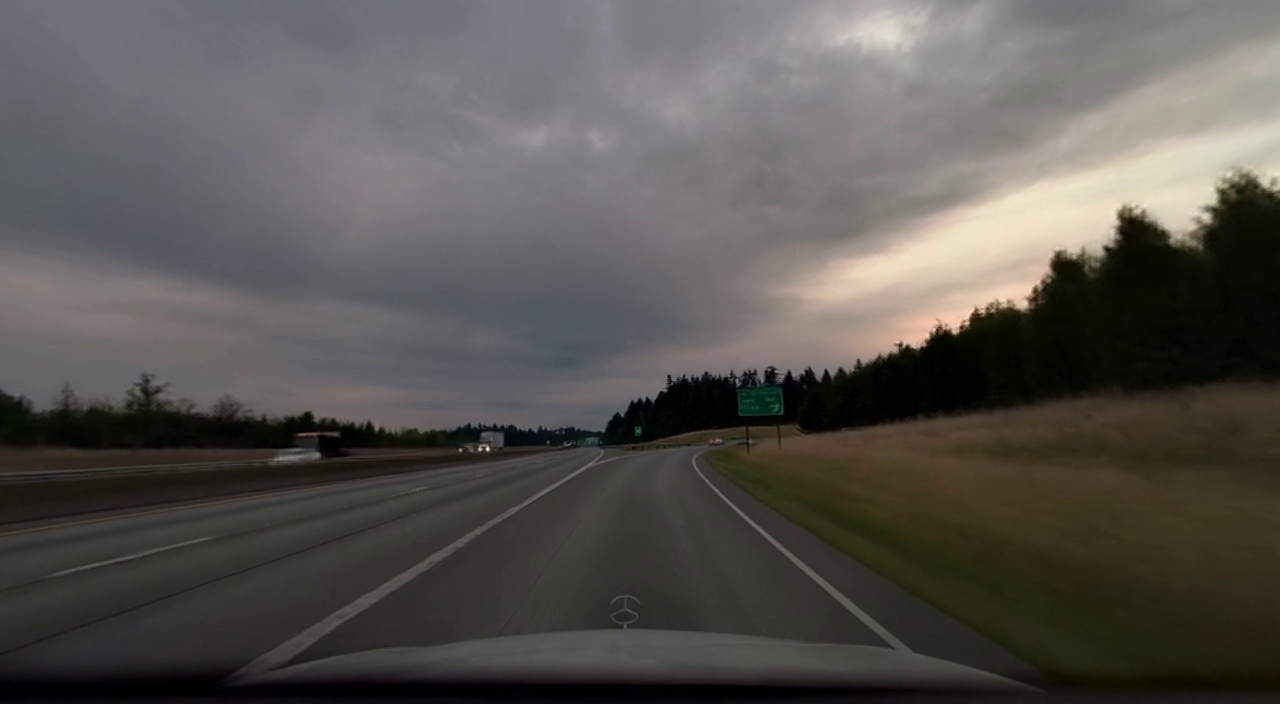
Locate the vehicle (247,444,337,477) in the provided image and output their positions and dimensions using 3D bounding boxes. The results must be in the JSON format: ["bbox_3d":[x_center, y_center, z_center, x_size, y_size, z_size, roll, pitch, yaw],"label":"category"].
[{"bbox_3d":[-16.933,5.266,30.837,1.849,1.500,4.466,0,-8,0],"label":"vehicle"}]
